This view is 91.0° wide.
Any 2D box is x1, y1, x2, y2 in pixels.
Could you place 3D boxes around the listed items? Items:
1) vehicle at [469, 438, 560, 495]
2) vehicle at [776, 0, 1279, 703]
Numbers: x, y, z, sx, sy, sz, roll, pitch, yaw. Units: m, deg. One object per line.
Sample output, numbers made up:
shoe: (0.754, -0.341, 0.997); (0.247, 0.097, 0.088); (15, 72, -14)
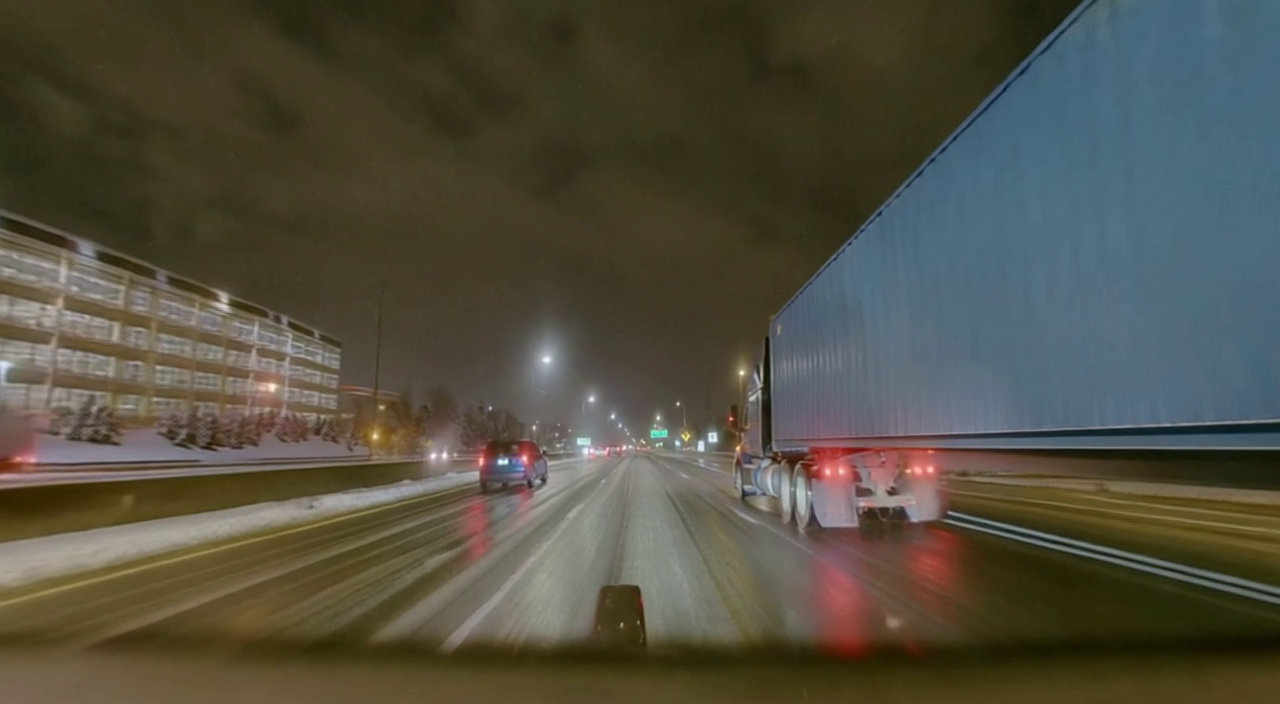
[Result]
vehicle: (-3.675, 3.432, 19.188); (1.954, 1.528, 4.010); (0, -9, 0)
vehicle: (3.961, 0.028, 4.977); (2.893, 3.992, 13.605); (0, -9, 1)
